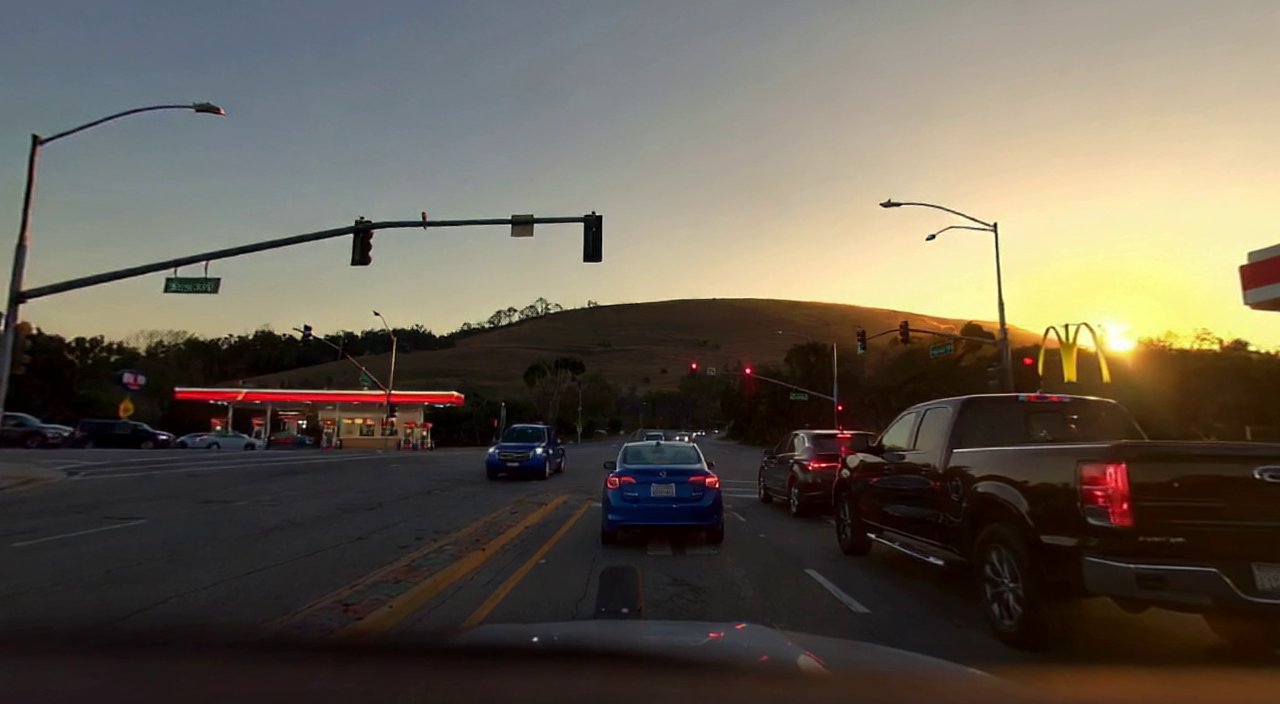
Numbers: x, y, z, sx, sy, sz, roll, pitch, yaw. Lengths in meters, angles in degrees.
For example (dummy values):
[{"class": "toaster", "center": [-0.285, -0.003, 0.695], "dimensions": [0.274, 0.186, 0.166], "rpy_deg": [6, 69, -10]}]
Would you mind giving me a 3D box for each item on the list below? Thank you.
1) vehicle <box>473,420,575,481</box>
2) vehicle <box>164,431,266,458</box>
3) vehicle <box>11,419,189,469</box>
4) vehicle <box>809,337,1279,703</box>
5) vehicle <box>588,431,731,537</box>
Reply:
[{"class": "vehicle", "center": [-4.329, 3.837, 24.828], "dimensions": [2.615, 2.031, 5.638], "rpy_deg": [1, -8, 3]}, {"class": "vehicle", "center": [-23.095, 5.026, 34.381], "dimensions": [4.326, 1.420, 1.798], "rpy_deg": [-1, -8, 4]}, {"class": "vehicle", "center": [-19.652, 3.364, 23.102], "dimensions": [4.742, 1.720, 2.107], "rpy_deg": [-1, -8, 5]}, {"class": "vehicle", "center": [3.577, 1.300, 5.968], "dimensions": [2.277, 1.871, 6.143], "rpy_deg": [0, -8, 0]}, {"class": "vehicle", "center": [0.273, 2.176, 10.971], "dimensions": [2.027, 1.494, 3.824], "rpy_deg": [0, -8, 0]}]
